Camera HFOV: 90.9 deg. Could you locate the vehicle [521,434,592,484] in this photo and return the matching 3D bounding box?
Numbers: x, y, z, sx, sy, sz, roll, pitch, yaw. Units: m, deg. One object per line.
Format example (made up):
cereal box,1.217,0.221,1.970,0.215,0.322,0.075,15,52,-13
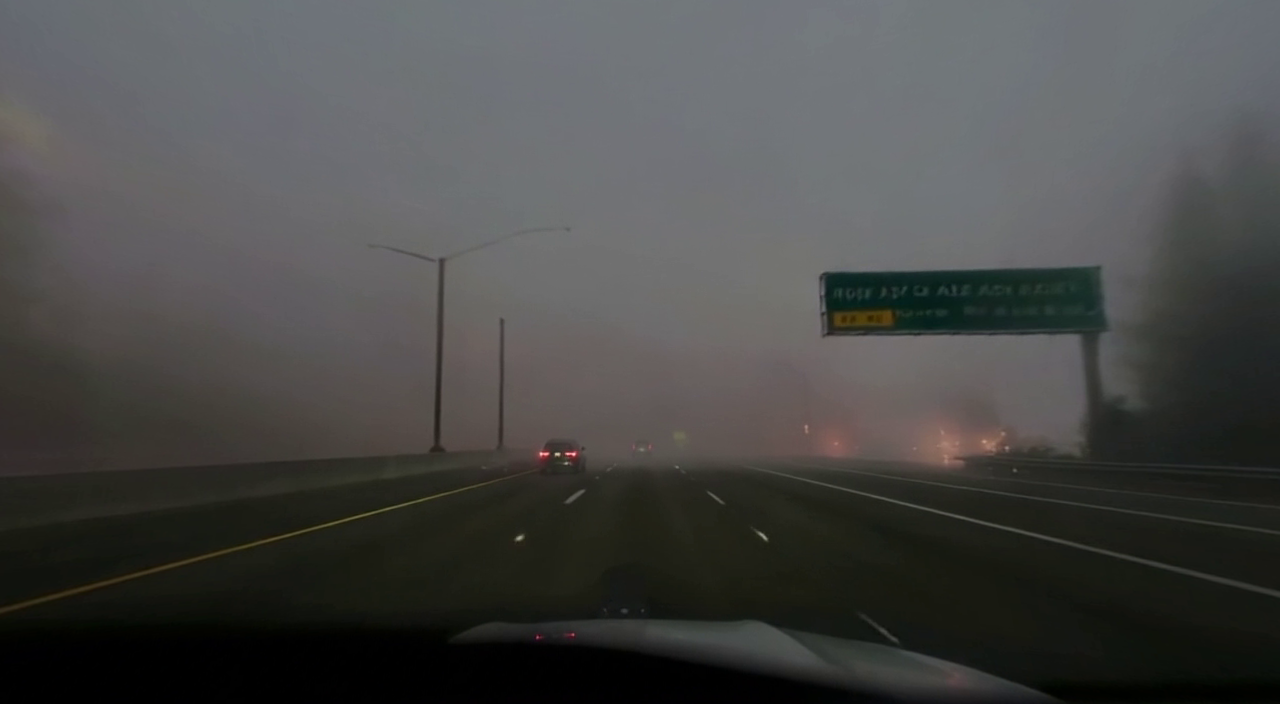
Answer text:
vehicle,-3.062,4.027,24.109,2.072,1.706,4.359,0,-8,1
